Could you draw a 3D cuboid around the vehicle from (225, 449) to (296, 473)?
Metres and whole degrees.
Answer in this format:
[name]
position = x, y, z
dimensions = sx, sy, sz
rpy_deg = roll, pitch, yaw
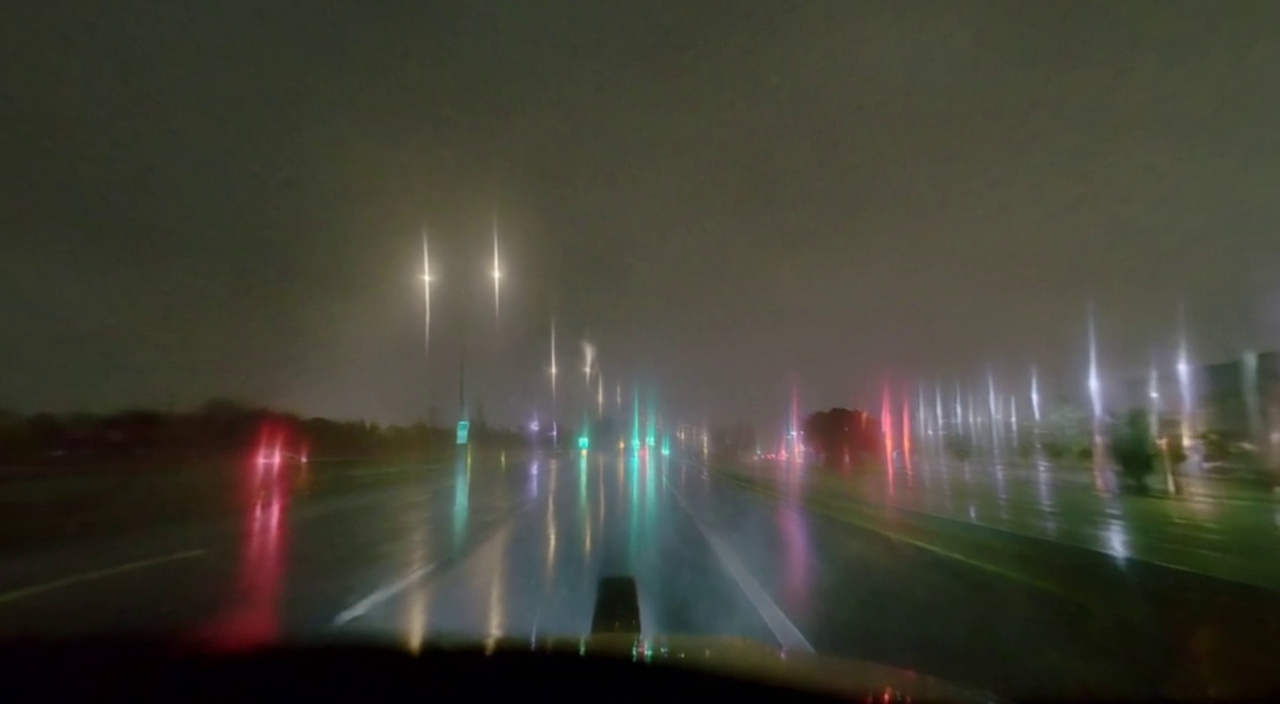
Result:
[vehicle]
position = -26.418, 7.563, 44.187
dimensions = 1.923, 1.563, 4.762
rpy_deg = 0, -9, 1
